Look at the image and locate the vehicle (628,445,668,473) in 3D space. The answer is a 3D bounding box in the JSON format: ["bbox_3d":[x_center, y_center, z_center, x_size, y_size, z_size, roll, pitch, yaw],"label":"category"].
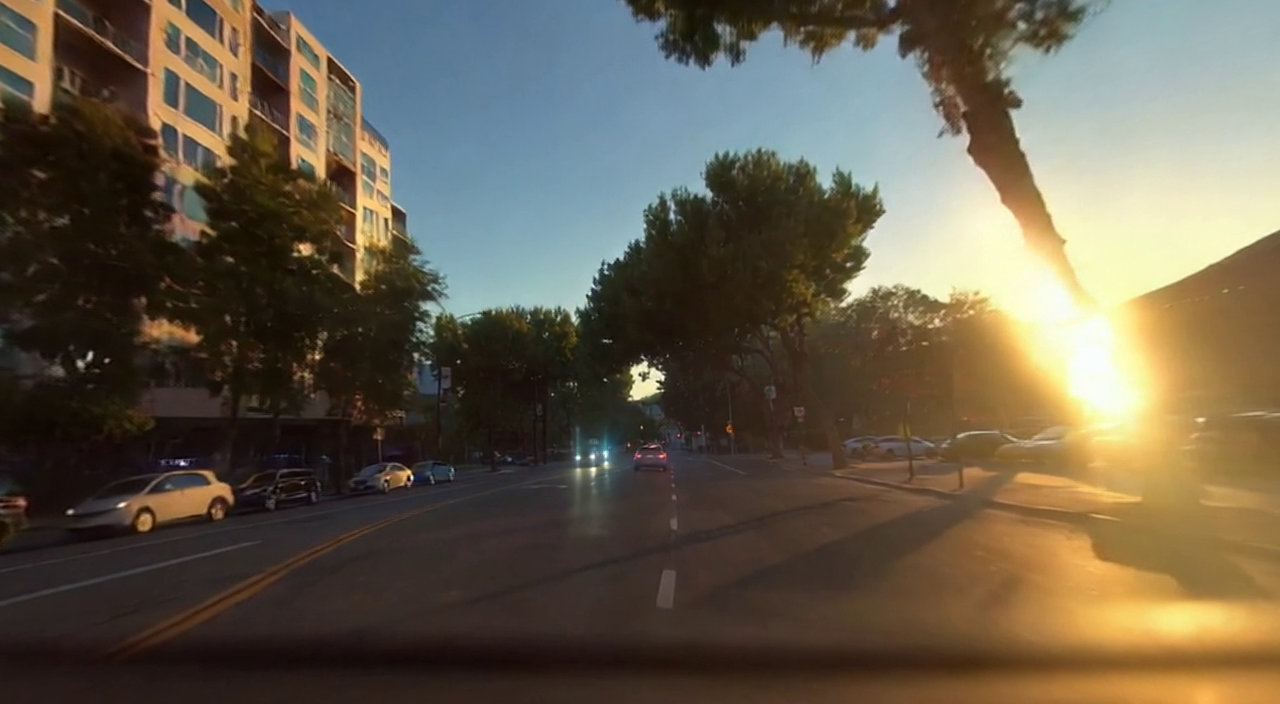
[{"bbox_3d":[0.507,5.996,35.540,2.051,1.454,4.132,-1,-8,3],"label":"vehicle"}]

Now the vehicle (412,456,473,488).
[{"bbox_3d":[-11.871,7.220,38.334,2.016,1.627,4.742,-2,-8,3],"label":"vehicle"}]

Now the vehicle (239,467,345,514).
[{"bbox_3d":[-12.721,5.044,23.367,1.646,1.462,3.740,0,-8,2],"label":"vehicle"}]

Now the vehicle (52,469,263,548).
[{"bbox_3d":[-12.932,4.173,17.422,1.984,1.635,4.525,-4,-9,5],"label":"vehicle"}]

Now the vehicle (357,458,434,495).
[{"bbox_3d":[-12.263,6.242,31.975,1.997,1.668,4.084,-1,-8,5],"label":"vehicle"}]

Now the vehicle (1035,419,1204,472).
[{"bbox_3d":[14.505,2.857,19.295,3.556,1.414,1.851,-2,-9,2],"label":"vehicle"}]

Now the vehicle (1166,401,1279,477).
[{"bbox_3d":[15.241,1.792,14.119,4.750,1.519,2.276,-5,-9,2],"label":"vehicle"}]

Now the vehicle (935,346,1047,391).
[{"bbox_3d":[15.402,0.761,27.877,3.766,1.708,1.810,-1,-10,6],"label":"vehicle"}]
